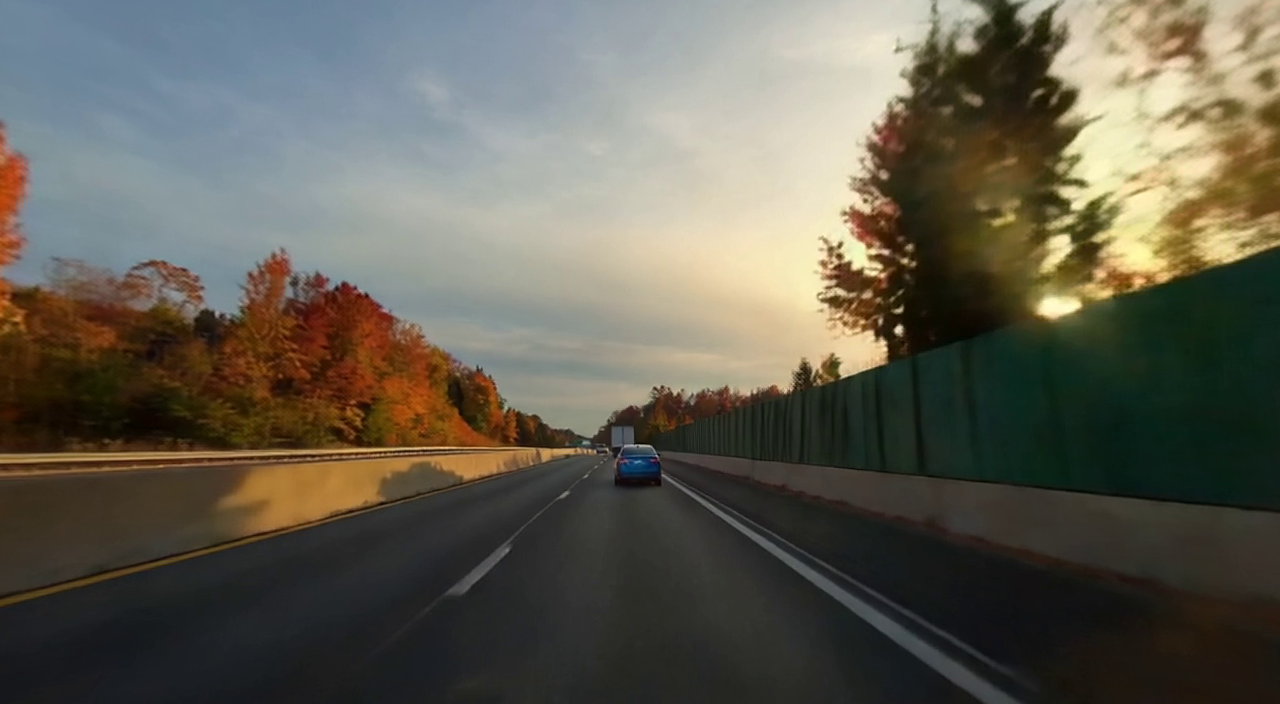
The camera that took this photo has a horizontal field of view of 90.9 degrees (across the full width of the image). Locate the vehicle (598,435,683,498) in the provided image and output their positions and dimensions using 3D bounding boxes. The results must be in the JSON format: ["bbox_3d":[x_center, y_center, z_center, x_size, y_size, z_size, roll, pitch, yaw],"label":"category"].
[{"bbox_3d":[-0.065,3.073,17.322,2.057,1.516,4.065,1,-8,-2],"label":"vehicle"}]
